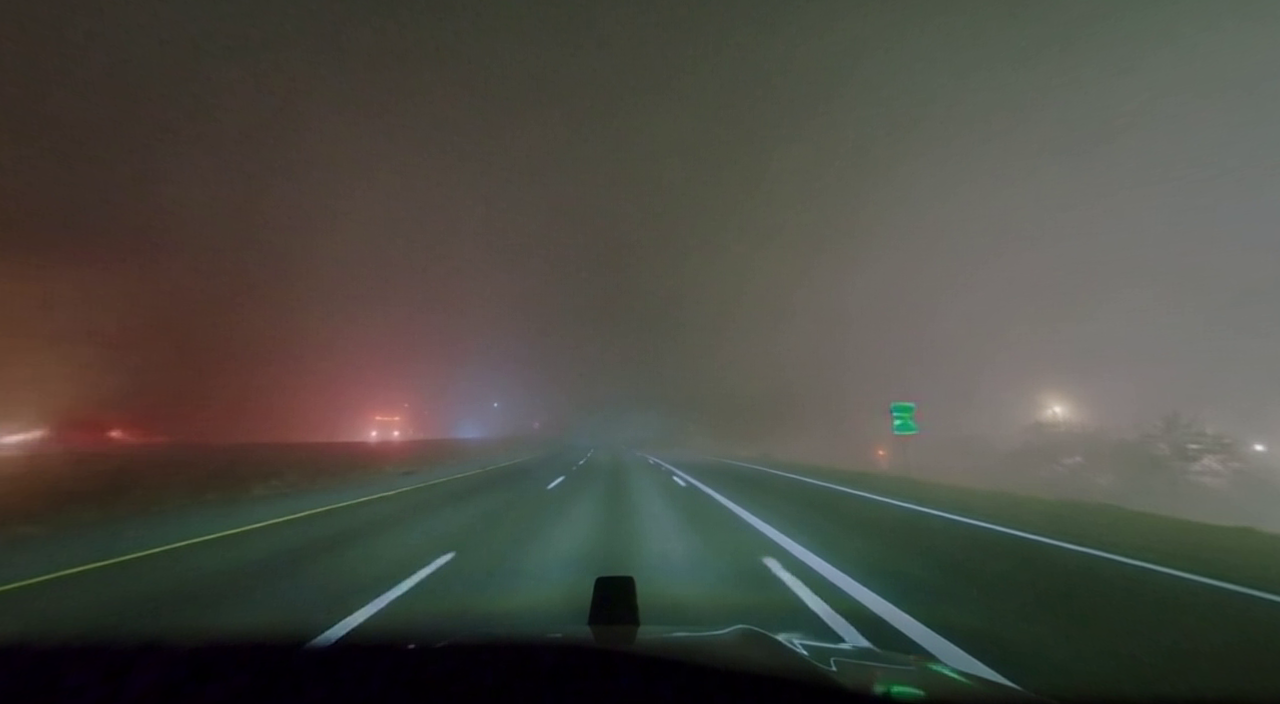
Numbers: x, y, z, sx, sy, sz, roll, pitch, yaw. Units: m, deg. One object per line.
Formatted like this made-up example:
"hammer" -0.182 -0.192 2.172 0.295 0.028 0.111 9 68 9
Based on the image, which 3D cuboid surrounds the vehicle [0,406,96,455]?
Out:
"vehicle" -20.691 2.570 20.570 1.916 1.493 4.550 0 -8 -3
